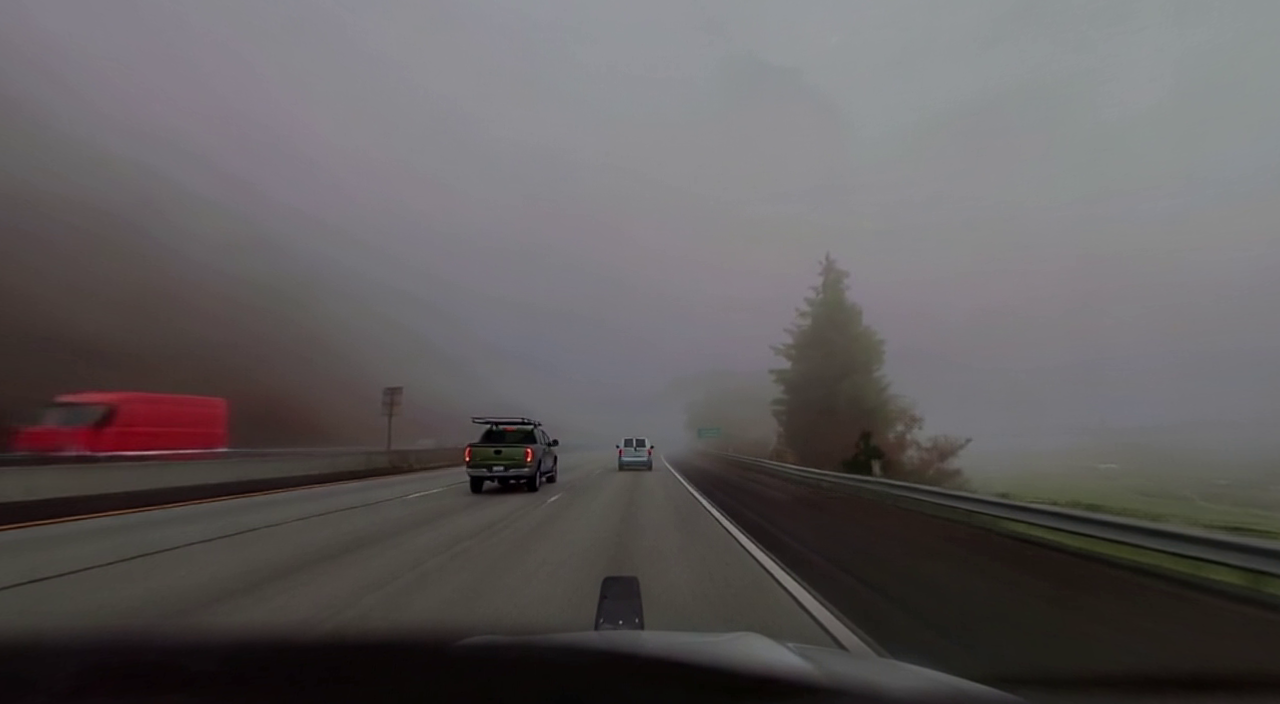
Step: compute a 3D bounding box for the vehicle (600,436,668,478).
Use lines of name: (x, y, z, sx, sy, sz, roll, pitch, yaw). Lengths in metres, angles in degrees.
vehicle: (-0.181, 4.606, 27.942, 2.715, 1.669, 5.163, 0, -8, 1)

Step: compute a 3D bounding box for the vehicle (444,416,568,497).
vehicle: (-3.524, 2.897, 17.756, 2.250, 1.947, 4.860, 0, -9, 2)

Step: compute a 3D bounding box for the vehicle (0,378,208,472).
vehicle: (-25.299, 3.597, 30.005, 2.934, 3.838, 8.591, 0, -9, 2)
